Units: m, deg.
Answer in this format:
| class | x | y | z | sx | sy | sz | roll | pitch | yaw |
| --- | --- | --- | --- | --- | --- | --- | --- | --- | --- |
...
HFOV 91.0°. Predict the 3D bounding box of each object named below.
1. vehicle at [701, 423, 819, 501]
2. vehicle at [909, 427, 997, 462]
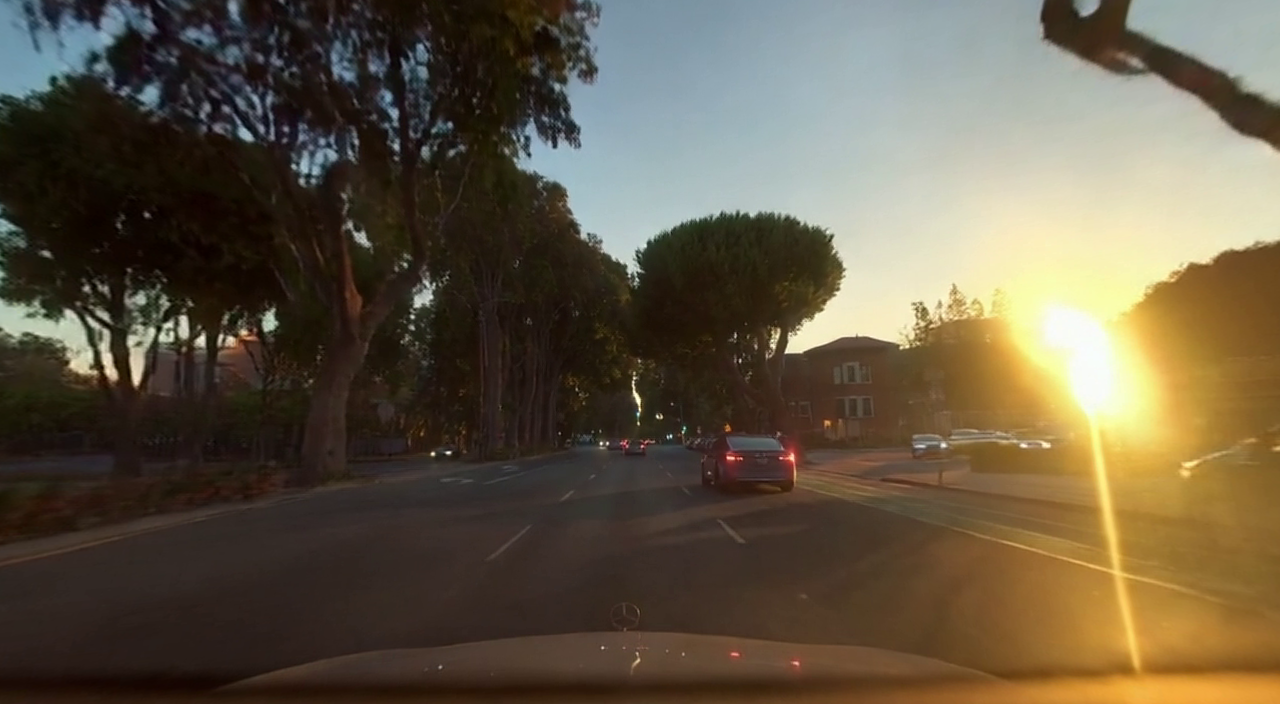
| class | x | y | z | sx | sy | sz | roll | pitch | yaw |
| --- | --- | --- | --- | --- | --- | --- | --- | --- | --- |
| vehicle | 2.765 | 2.655 | 15.503 | 2.022 | 1.656 | 4.025 | 0 | -8 | -1 |
| vehicle | 17.361 | 5.187 | 35.312 | 2.131 | 1.782 | 5.183 | 0 | -8 | -2 |
